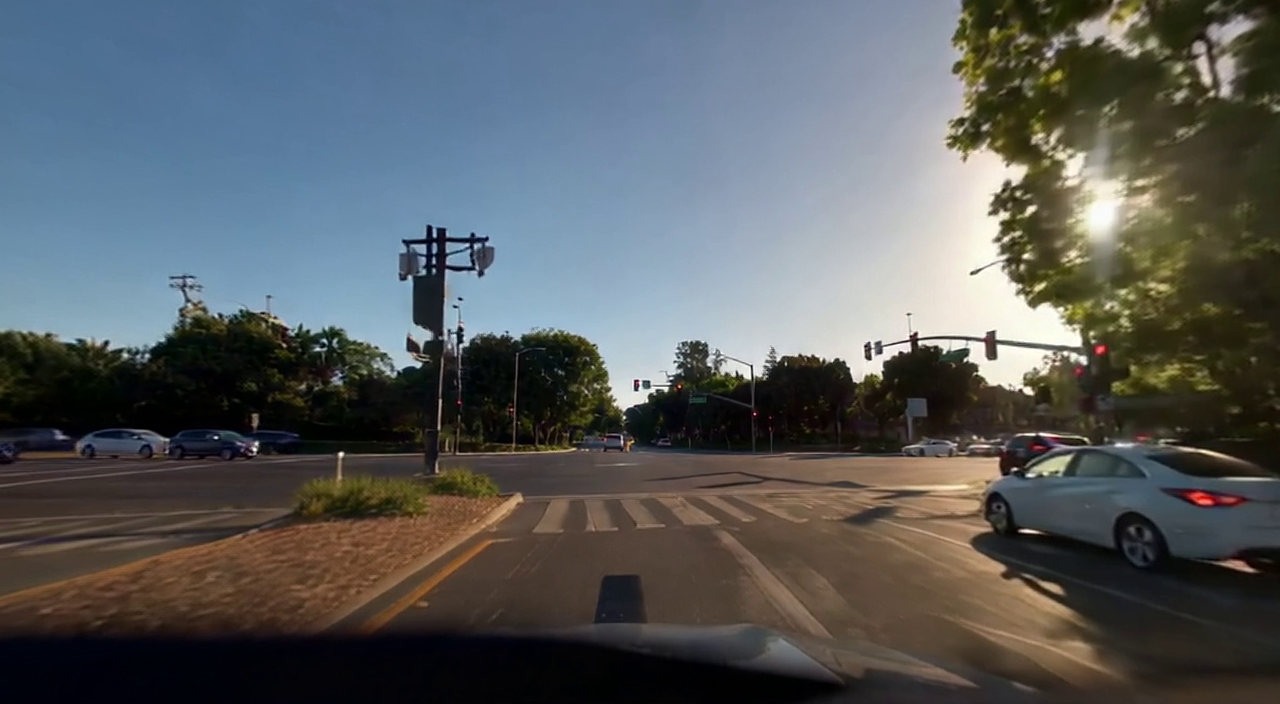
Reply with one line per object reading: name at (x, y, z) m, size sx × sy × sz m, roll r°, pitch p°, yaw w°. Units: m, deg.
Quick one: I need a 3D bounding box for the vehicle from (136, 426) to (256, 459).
vehicle at (-21.638, 4.443, 30.990) m, size 4.331 × 1.544 × 1.896 m, roll 2°, pitch -9°, yaw -16°

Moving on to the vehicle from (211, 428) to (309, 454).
vehicle at (-23.056, 5.424, 38.444) m, size 4.683 × 1.495 × 2.119 m, roll -1°, pitch -9°, yaw 5°

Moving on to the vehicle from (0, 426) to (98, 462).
vehicle at (-25.817, 3.839, 26.352) m, size 4.335 × 1.442 × 1.862 m, roll 2°, pitch -9°, yaw -15°

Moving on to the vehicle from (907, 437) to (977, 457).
vehicle at (22.555, 7.106, 47.222) m, size 4.516 × 1.468 × 1.962 m, roll 3°, pitch -9°, yaw -17°

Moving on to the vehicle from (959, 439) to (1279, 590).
vehicle at (6.129, 1.868, 8.140) m, size 1.815 × 1.417 × 4.125 m, roll 1°, pitch -9°, yaw -1°
